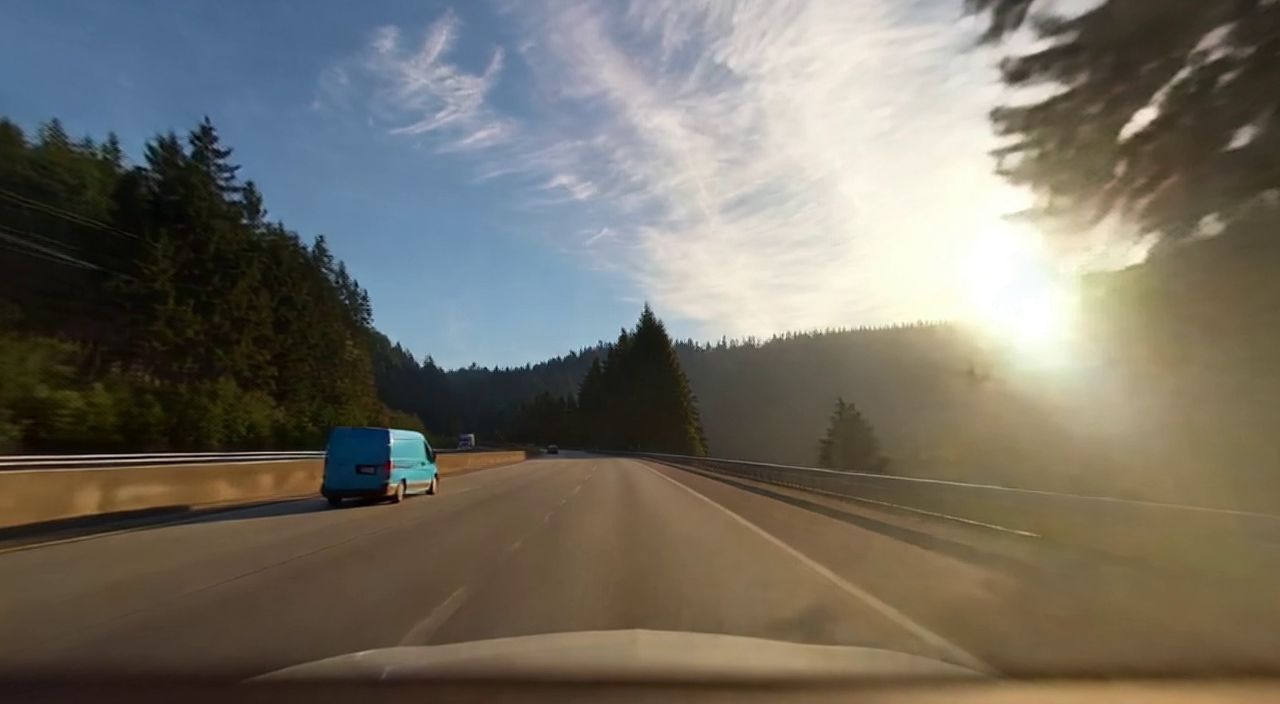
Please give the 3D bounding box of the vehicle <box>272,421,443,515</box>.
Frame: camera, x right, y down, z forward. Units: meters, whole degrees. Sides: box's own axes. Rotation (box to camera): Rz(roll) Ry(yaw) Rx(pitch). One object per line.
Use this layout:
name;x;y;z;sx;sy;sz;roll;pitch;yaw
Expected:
vehicle;-6.972;2.937;16.363;2.197;2.038;4.919;0;-9;-1
